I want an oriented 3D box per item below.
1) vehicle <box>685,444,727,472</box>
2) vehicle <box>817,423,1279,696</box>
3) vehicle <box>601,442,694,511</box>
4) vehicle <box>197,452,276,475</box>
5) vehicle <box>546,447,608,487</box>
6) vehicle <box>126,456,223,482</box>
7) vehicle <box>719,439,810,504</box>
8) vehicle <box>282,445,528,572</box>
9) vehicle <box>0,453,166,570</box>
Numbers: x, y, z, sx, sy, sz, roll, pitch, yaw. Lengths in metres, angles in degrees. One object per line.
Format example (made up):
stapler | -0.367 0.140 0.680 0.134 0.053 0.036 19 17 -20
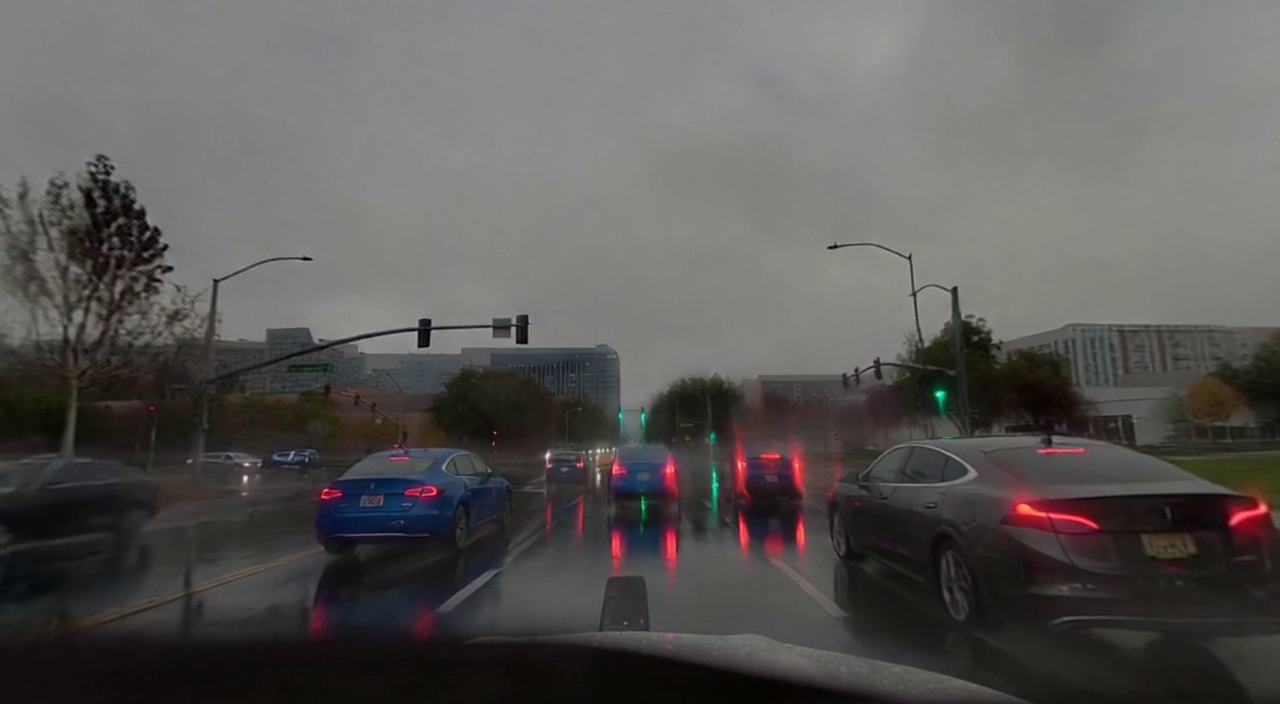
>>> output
vehicle | 4.085 6.640 39.705 2.138 1.624 4.417 0 -9 -1
vehicle | 3.337 1.521 5.942 1.951 1.522 4.614 0 -9 0
vehicle | 0.127 3.224 16.784 2.144 1.563 4.218 0 -9 -1
vehicle | -30.209 8.374 47.276 4.427 1.629 2.213 -1 -9 2
vehicle | -2.591 4.833 26.794 2.089 1.537 4.073 -1 -9 2
vehicle | -29.676 7.444 40.238 4.551 1.533 2.070 -1 -9 2
vehicle | 3.607 3.536 19.055 1.938 1.732 4.006 0 -9 0
vehicle | -3.180 2.188 9.705 2.015 1.478 4.407 -1 -9 1
vehicle | -9.898 2.380 9.665 2.033 1.575 4.357 -1 -8 -3
